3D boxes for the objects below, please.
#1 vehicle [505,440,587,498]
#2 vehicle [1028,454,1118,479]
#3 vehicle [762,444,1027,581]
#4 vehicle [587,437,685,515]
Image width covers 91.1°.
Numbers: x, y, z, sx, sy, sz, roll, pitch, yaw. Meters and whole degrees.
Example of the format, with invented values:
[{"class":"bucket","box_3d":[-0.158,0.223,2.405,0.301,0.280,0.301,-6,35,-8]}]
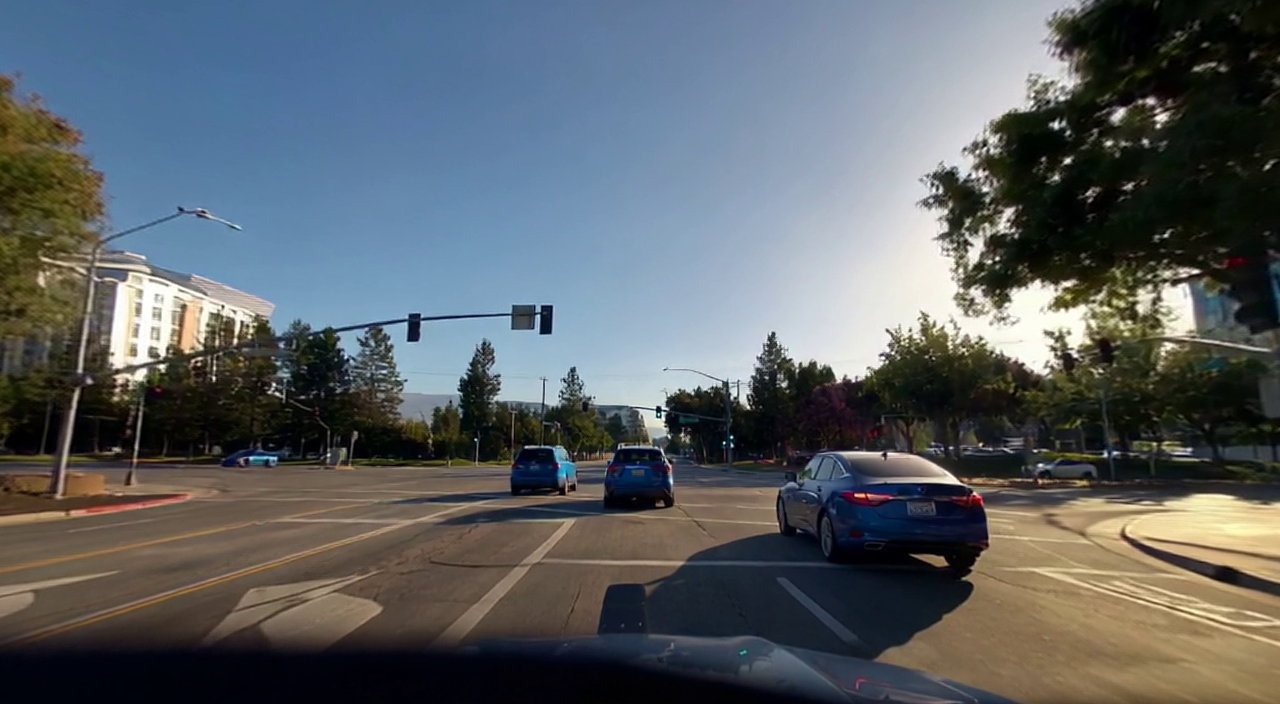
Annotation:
[{"class":"vehicle","box_3d":[-2.885,3.689,20.234,1.987,1.633,4.005,0,-8,0]},{"class":"vehicle","box_3d":[30.353,8.048,44.157,4.705,1.631,2.053,-2,-9,16]},{"class":"vehicle","box_3d":[3.234,2.098,9.201,2.056,1.468,4.520,0,-8,1]},{"class":"vehicle","box_3d":[-0.060,3.007,15.794,2.108,1.654,4.235,0,-8,1]}]
